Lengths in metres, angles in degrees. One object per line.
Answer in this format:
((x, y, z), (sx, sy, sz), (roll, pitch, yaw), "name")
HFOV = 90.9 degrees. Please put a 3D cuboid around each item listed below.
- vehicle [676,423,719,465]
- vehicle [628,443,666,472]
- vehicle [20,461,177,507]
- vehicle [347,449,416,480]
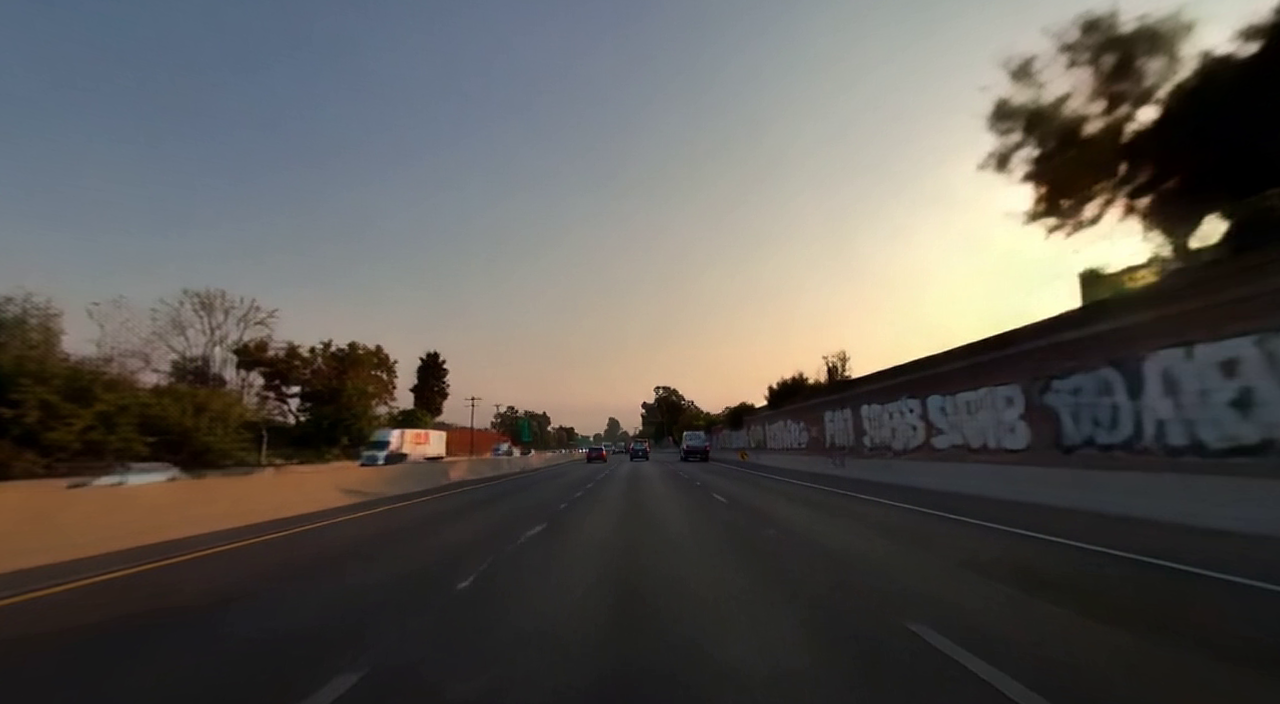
((4.254, 7.015, 47.906), (2.549, 2.931, 6.310), (0, -9, -1), "vehicle")
((0.343, 5.813, 34.866), (2.009, 1.506, 4.091), (0, -9, -1), "vehicle")
((-20.243, 4.917, 23.872), (1.843, 1.479, 4.544), (-1, -9, 1), "vehicle")
((-13.115, 5.706, 32.271), (1.788, 1.470, 4.039), (0, -9, 0), "vehicle")
